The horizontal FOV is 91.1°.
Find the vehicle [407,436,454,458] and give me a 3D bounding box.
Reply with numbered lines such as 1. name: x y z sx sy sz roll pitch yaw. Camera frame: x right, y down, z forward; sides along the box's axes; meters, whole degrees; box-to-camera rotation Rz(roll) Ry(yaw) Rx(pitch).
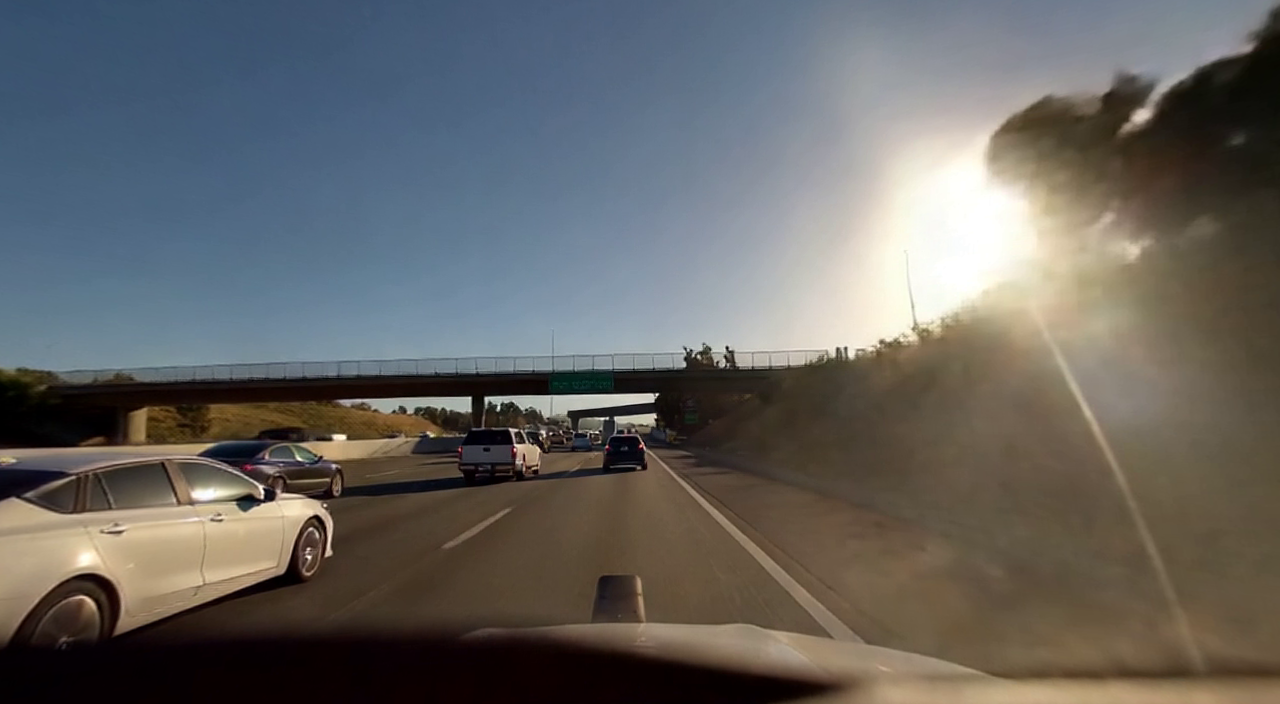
1. vehicle: -15.569 7.055 46.918 2.049 1.578 3.937 0 -8 1

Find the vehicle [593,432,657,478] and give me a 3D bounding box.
1. vehicle: -0.503 3.583 22.183 2.070 1.452 3.834 0 -8 0

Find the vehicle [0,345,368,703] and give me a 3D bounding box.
1. vehicle: -3.885 1.040 4.314 2.107 1.703 4.274 0 -8 0

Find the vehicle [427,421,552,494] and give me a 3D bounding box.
1. vehicle: -3.825 2.766 16.953 2.154 1.690 4.595 0 -8 1
